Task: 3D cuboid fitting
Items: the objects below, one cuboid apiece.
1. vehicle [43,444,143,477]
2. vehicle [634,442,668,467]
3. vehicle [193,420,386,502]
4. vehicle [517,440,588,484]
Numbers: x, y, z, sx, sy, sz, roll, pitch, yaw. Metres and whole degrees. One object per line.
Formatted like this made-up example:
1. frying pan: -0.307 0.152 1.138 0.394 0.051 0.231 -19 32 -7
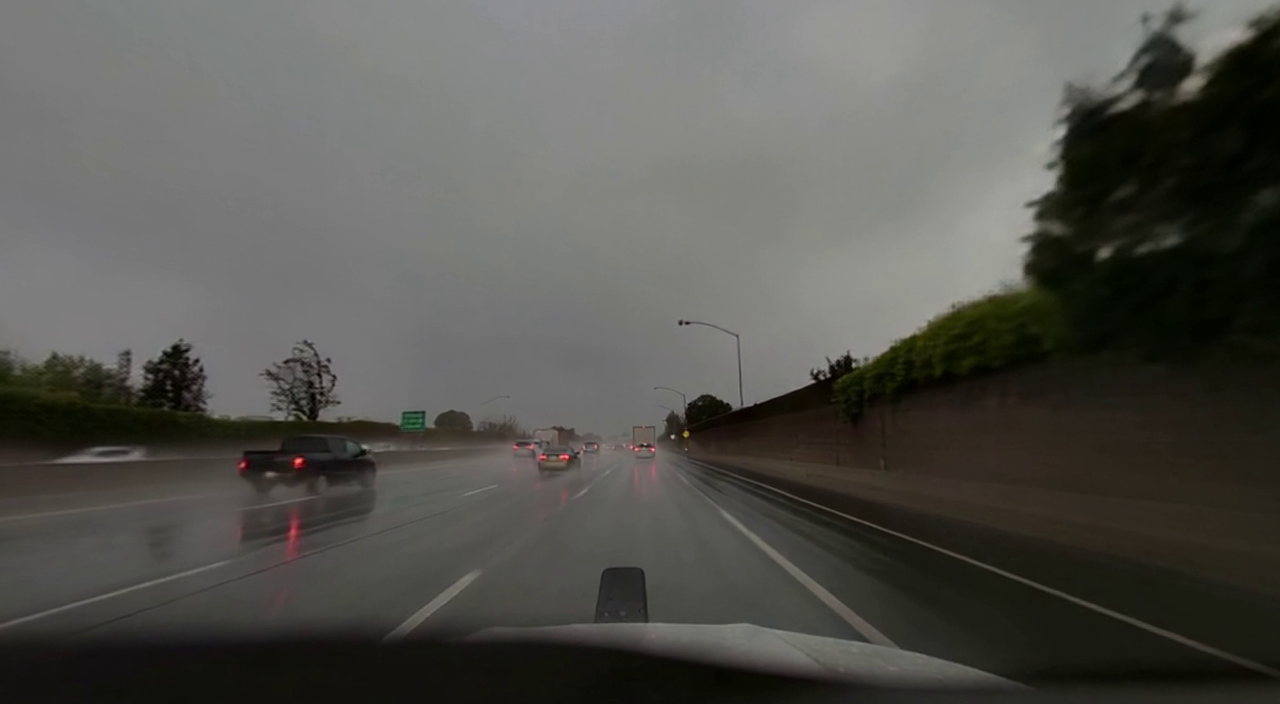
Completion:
1. vehicle: -25.467 5.056 29.513 1.534 1.418 3.461 -1 -9 1
2. vehicle: 0.642 6.563 40.670 2.073 1.480 4.343 0 -9 0
3. vehicle: -9.940 3.154 18.724 2.339 2.018 5.790 0 -8 1
4. vehicle: -3.210 4.125 23.948 2.056 1.480 4.022 0 -9 1
